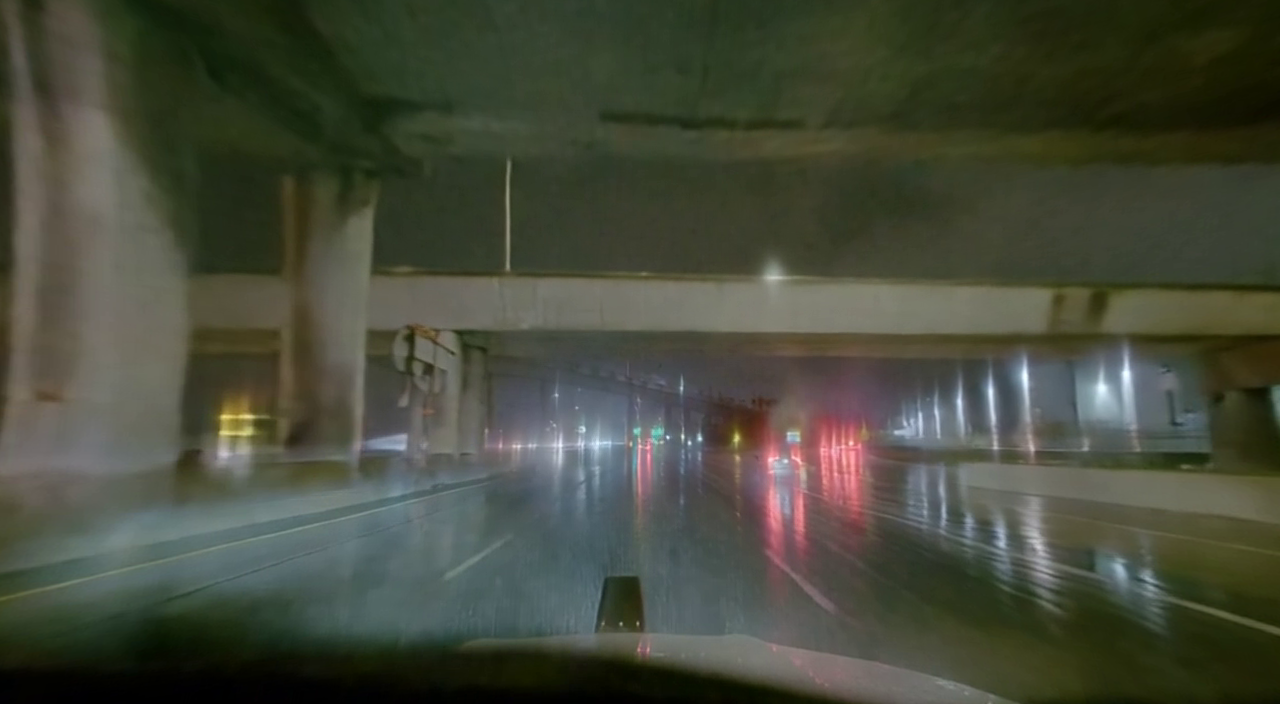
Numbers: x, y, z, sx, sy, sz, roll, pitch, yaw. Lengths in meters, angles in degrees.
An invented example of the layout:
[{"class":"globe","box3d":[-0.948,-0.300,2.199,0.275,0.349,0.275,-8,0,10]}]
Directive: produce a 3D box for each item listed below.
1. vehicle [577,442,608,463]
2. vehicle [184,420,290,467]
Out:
[{"class":"vehicle","box3d":[-3.590,7.702,48.208,1.954,1.528,4.010,0,-9,1]},{"class":"vehicle","box3d":[-29.368,6.762,46.308,3.162,3.145,6.741,0,-9,1]}]
